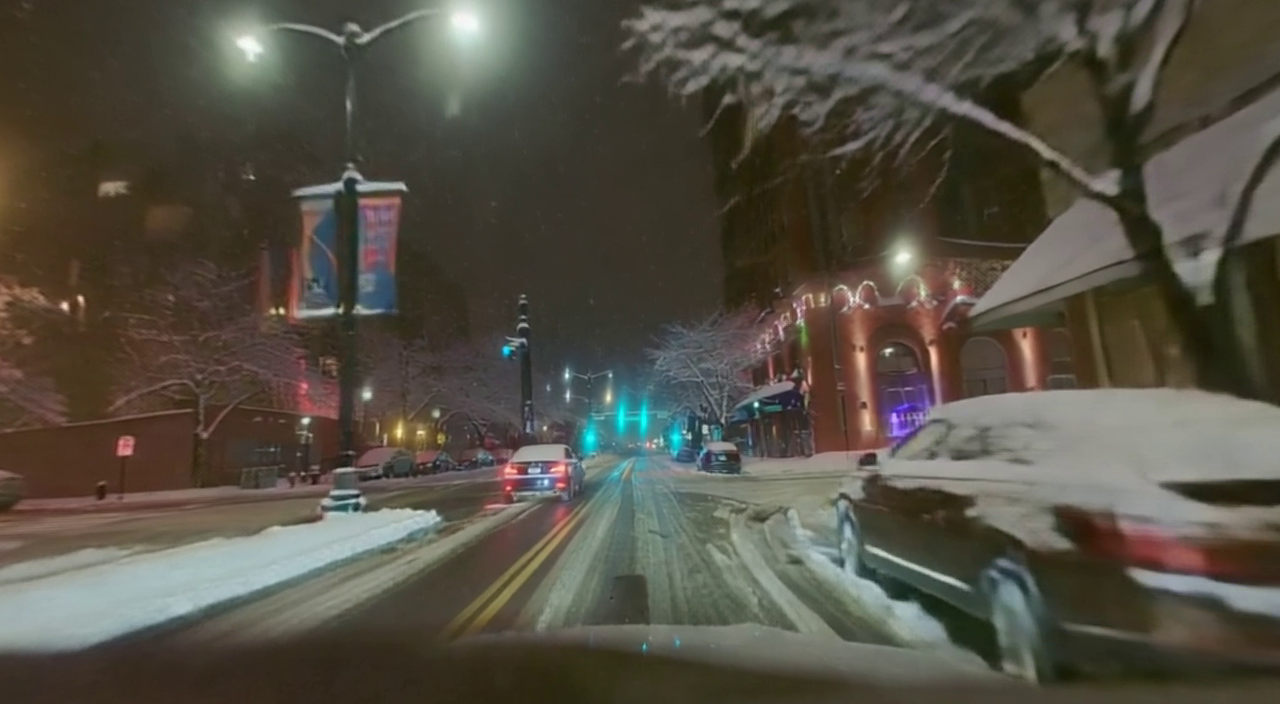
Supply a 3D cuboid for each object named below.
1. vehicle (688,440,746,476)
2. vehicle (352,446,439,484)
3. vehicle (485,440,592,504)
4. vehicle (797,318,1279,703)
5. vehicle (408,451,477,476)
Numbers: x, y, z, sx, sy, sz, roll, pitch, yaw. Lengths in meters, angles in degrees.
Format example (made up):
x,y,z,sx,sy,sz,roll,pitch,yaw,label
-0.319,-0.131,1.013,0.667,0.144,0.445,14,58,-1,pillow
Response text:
x,y,z,sx,sy,sz,roll,pitch,yaw,label
3.376,4.769,28.589,1.950,1.462,4.807,0,-8,-1,vehicle
-12.310,5.594,31.611,4.737,1.741,2.092,-8,-11,41,vehicle
-2.511,3.091,16.748,2.030,1.436,4.388,0,-8,1,vehicle
3.132,1.133,5.062,2.286,1.777,5.366,0,-8,-1,vehicle
-12.345,6.888,39.206,4.305,1.463,2.020,-7,-11,39,vehicle
